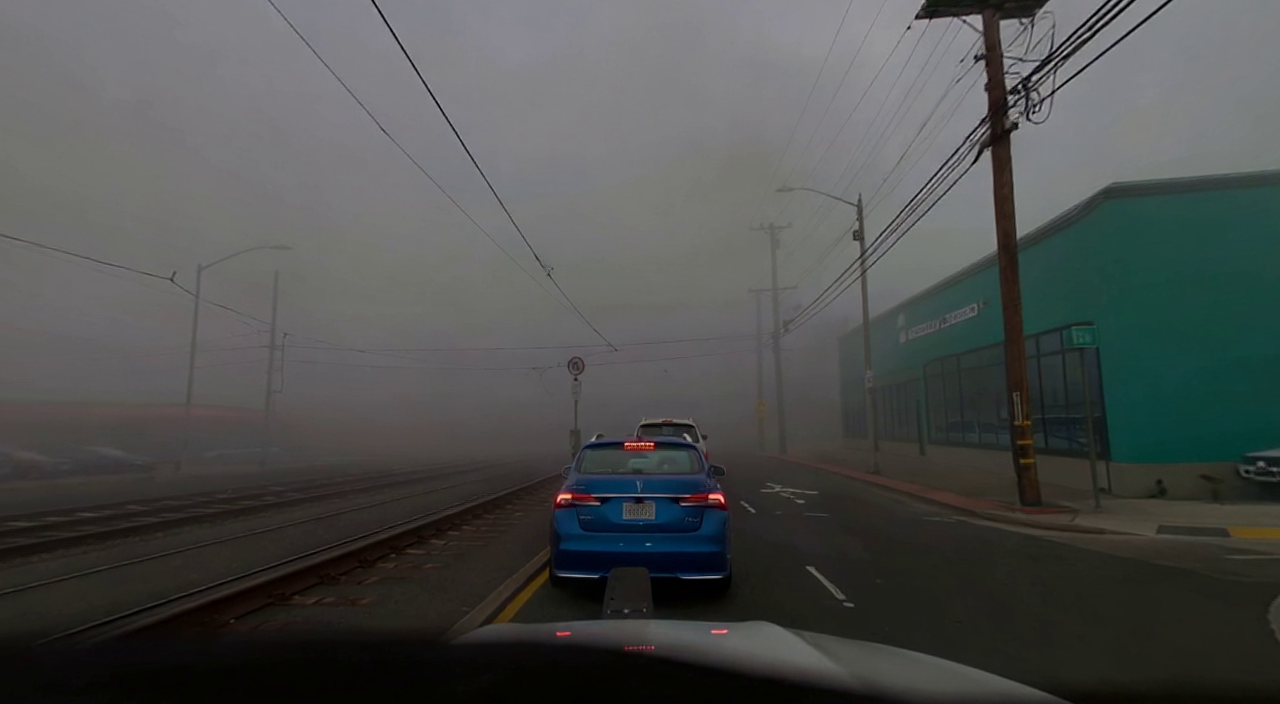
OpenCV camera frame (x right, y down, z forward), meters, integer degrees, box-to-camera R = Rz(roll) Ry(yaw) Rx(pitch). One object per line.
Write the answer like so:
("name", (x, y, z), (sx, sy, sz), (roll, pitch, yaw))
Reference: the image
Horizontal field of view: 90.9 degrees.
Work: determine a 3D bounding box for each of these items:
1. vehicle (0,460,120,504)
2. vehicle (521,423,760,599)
("vehicle", (-21.922, 4.680, 22.846), (4.566, 1.453, 1.935), (-1, -9, 5))
("vehicle", (0.091, 1.707, 7.617), (2.090, 1.518, 4.033), (-1, -9, 3))
